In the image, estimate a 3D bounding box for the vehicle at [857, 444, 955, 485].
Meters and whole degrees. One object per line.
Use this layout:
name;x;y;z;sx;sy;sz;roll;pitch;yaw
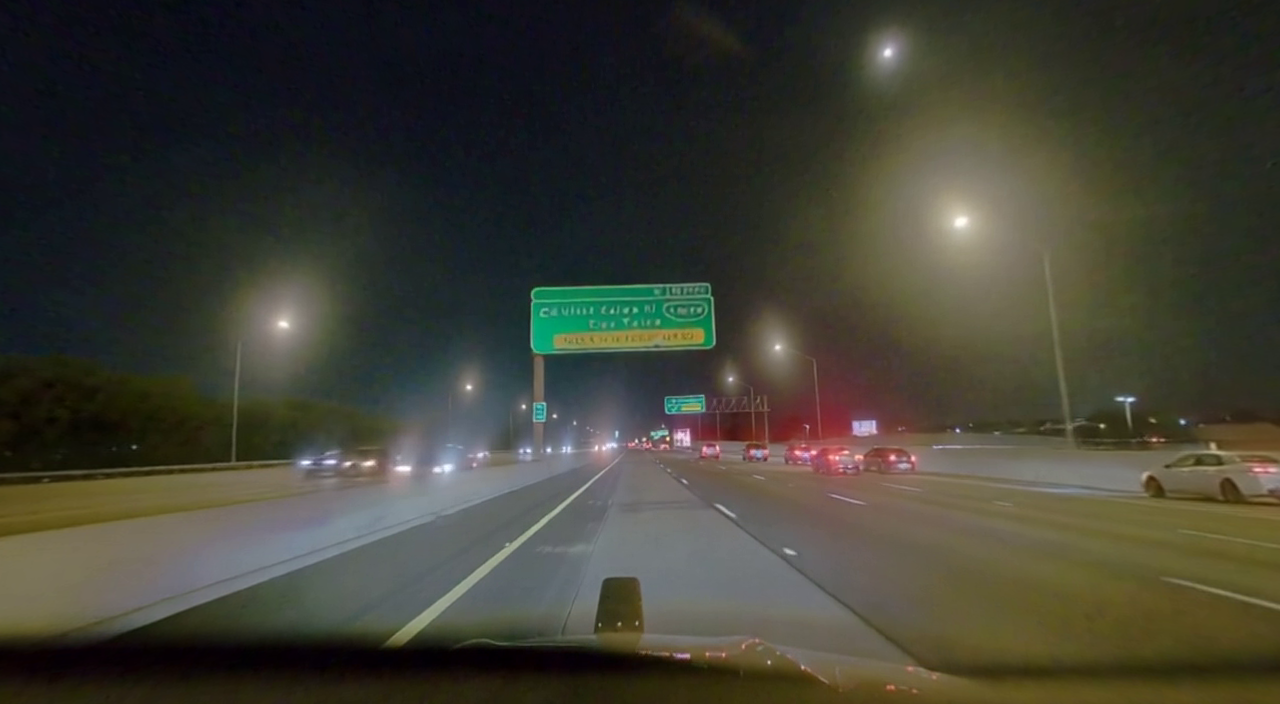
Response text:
vehicle;10.000;4.242;24.121;1.836;1.418;4.132;0;-9;-1

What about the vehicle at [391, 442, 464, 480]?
vehicle;-7.833;4.019;23.586;1.568;1.263;3.387;0;-8;0

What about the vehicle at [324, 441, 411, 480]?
vehicle;-12.004;4.771;28.168;1.907;1.537;4.550;0;-8;-1

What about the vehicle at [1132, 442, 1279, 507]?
vehicle;15.684;3.099;16.472;1.915;1.479;4.691;0;-9;0
